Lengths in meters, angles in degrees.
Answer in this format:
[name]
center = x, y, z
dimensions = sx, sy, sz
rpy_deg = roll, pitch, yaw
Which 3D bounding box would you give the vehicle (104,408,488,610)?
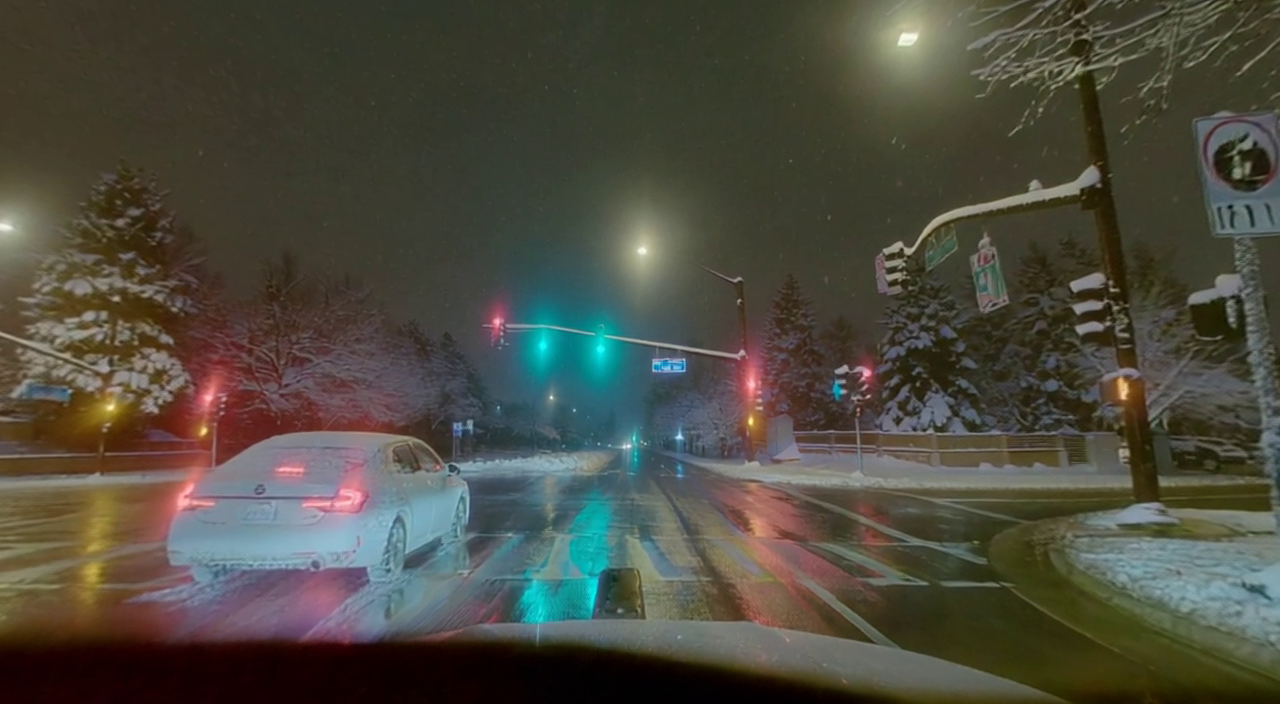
[vehicle]
center = -3.305, 1.595, 7.389
dimensions = 2.076, 1.599, 4.483
rpy_deg = 0, -9, -2
